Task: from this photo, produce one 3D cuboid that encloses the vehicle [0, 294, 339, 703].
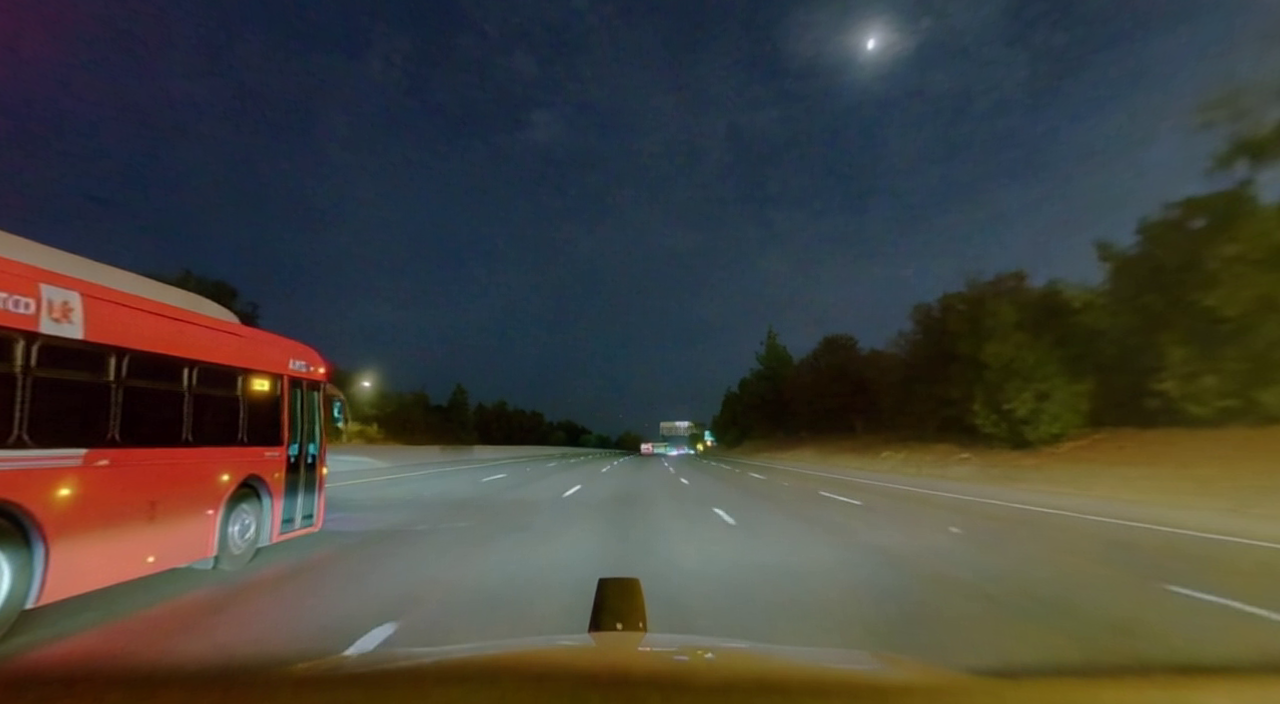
[{"bbox_3d":[-4.097,0.818,3.599,2.127,1.985,5.205,-1,-8,1],"label":"vehicle"}]
